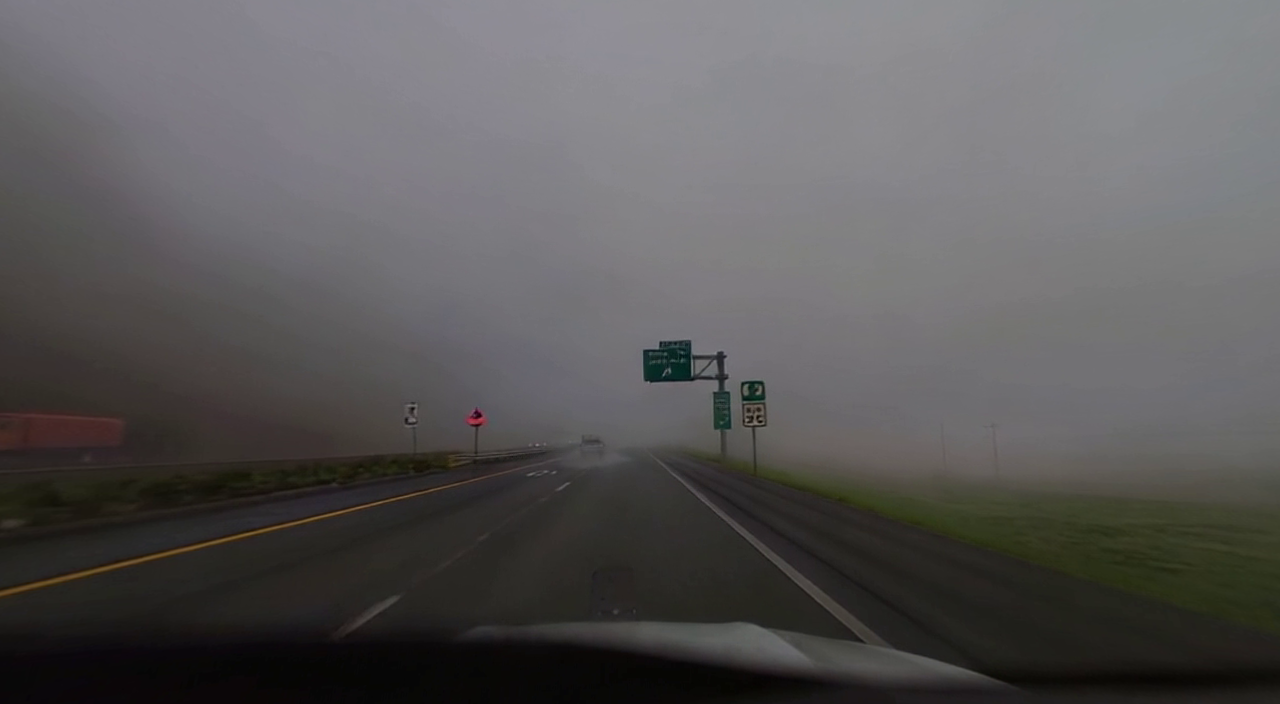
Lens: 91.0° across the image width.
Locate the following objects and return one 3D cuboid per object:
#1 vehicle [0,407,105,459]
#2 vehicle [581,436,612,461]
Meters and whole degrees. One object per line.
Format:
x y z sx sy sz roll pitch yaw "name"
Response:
-38.978 5.129 39.345 2.930 3.039 9.292 0 -8 0 "vehicle"
-3.338 7.456 48.980 2.188 1.825 4.282 0 -8 -2 "vehicle"
